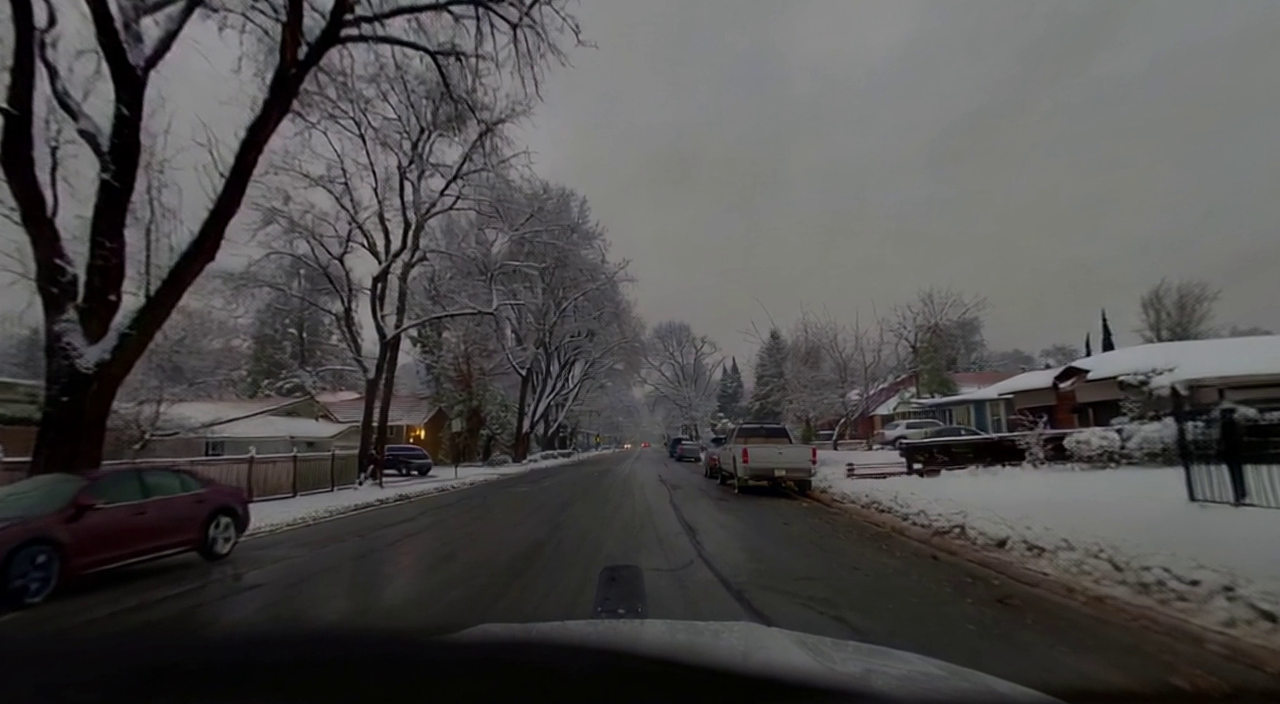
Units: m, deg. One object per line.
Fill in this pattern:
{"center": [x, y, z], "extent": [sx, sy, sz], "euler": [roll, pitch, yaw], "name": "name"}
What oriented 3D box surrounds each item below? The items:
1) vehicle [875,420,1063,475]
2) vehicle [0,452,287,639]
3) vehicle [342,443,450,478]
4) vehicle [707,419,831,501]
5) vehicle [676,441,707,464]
{"center": [10.561, 3.147, 20.728], "extent": [5.041, 1.486, 1.969], "euler": [-4, -9, 13], "name": "vehicle"}
{"center": [-6.246, 1.949, 7.047], "extent": [2.099, 1.399, 4.357], "euler": [-4, -8, 1], "name": "vehicle"}
{"center": [-13.047, 5.825, 33.972], "extent": [4.928, 1.797, 1.981], "euler": [0, -8, 2], "name": "vehicle"}
{"center": [3.251, 2.876, 17.214], "extent": [2.241, 1.875, 5.059], "euler": [0, -8, -1], "name": "vehicle"}
{"center": [3.586, 7.052, 44.551], "extent": [2.016, 1.567, 4.228], "euler": [0, -8, 2], "name": "vehicle"}
